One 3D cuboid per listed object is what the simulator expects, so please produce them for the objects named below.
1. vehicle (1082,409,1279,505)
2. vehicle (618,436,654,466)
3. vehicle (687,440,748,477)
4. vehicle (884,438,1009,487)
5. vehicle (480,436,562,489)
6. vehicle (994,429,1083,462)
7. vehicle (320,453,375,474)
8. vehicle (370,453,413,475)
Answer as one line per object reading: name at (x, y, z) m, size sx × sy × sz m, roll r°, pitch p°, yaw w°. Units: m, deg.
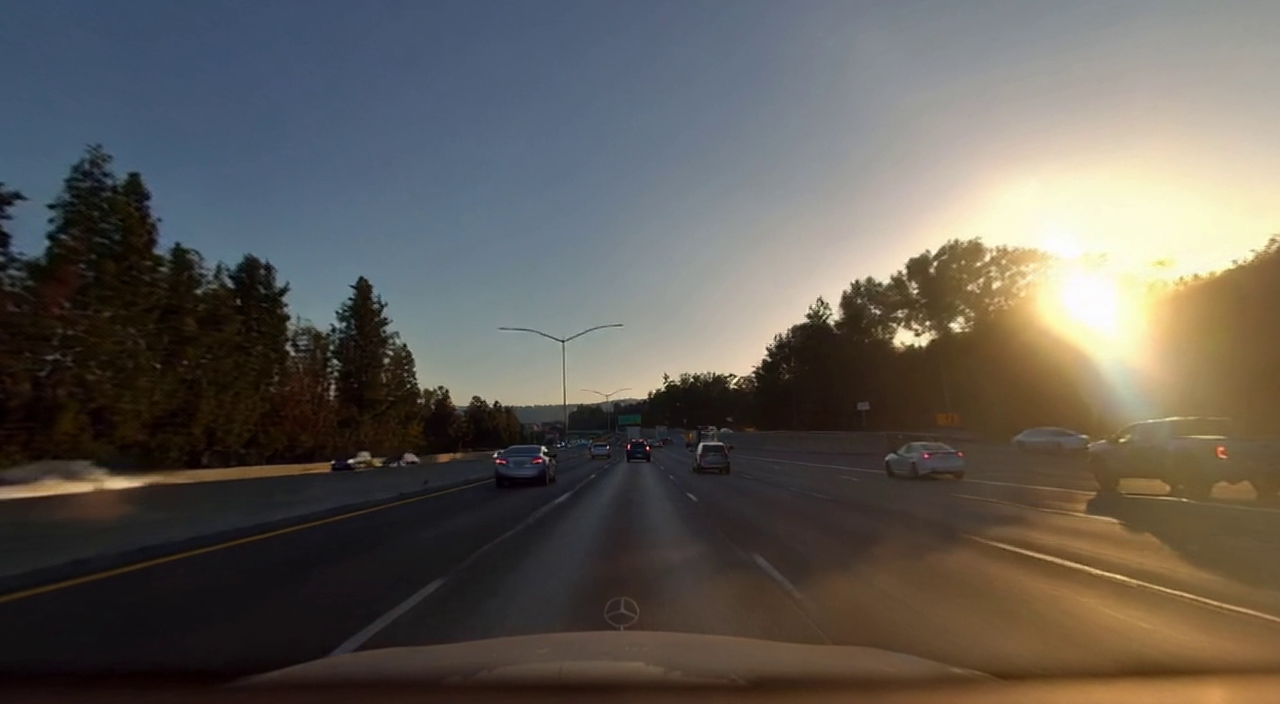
vehicle at (12.949, 2.349, 14.448) m, size 2.076 × 1.799 × 4.871 m, roll 0°, pitch -9°, yaw -1°
vehicle at (-0.241, 6.474, 41.298) m, size 2.192 × 1.813 × 4.864 m, roll 0°, pitch -9°, yaw 0°
vehicle at (3.233, 4.559, 27.285) m, size 2.007 × 1.469 × 4.337 m, roll 0°, pitch -9°, yaw -1°
vehicle at (9.568, 3.474, 20.131) m, size 1.910 × 1.384 × 3.867 m, roll 0°, pitch -9°, yaw -2°
vehicle at (-3.972, 3.765, 21.838) m, size 1.992 × 1.651 × 4.185 m, roll 0°, pitch -9°, yaw 0°
vehicle at (19.715, 4.666, 31.484) m, size 1.787 × 1.510 × 3.947 m, roll 0°, pitch -9°, yaw -1°
vehicle at (-22.897, 8.739, 49.644) m, size 2.028 × 1.520 × 4.654 m, roll 0°, pitch -9°, yaw 0°
vehicle at (-16.246, 7.315, 41.452) m, size 1.504 × 1.354 × 3.323 m, roll 0°, pitch -8°, yaw 0°
